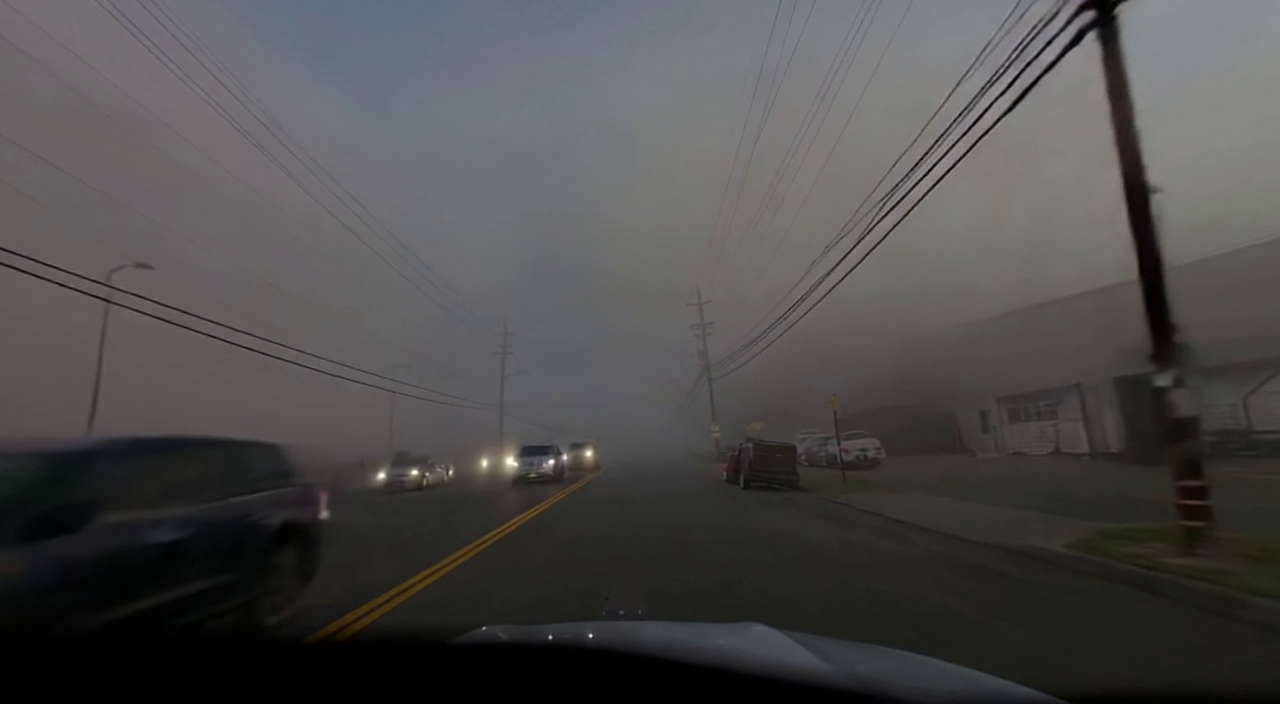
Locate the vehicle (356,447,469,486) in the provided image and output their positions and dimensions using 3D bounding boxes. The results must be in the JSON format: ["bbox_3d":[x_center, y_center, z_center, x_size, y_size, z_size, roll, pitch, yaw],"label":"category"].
[{"bbox_3d":[-10.929,5.556,30.590,4.936,1.703,1.959,3,-14,-19],"label":"vehicle"}]

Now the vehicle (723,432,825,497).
[{"bbox_3d":[3.886,3.358,19.273,2.092,1.730,4.595,0,-9,0],"label":"vehicle"}]

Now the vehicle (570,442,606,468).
[{"bbox_3d":[-3.834,7.720,47.563,2.229,1.889,4.816,0,-9,1],"label":"vehicle"}]

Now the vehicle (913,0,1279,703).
[{"bbox_3d":[3.512,-0.460,0.526,2.874,3.757,8.612,3,-9,1],"label":"vehicle"}]

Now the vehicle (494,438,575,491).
[{"bbox_3d":[-3.706,4.032,23.038,2.100,1.723,4.433,0,-9,1],"label":"vehicle"}]

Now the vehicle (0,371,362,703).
[{"bbox_3d":[-3.525,1.091,3.481,2.061,1.679,4.042,-1,-9,1],"label":"vehicle"}]
